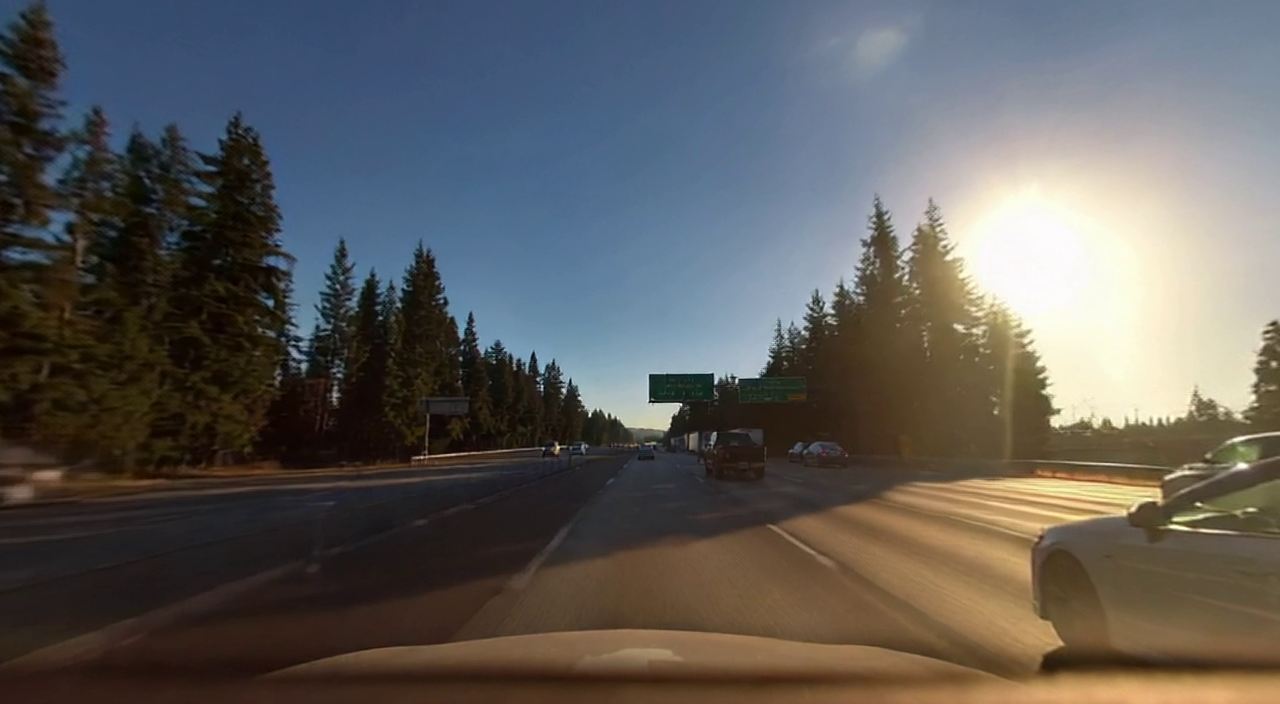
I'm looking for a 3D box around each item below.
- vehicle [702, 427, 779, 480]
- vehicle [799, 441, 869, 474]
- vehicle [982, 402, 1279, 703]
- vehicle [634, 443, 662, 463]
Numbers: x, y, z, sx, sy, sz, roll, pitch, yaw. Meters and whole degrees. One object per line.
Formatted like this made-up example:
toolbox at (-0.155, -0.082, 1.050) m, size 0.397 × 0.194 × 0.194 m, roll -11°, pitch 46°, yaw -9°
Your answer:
vehicle at (3.916, 4.123, 25.637) m, size 2.206 × 1.902 × 5.460 m, roll -1°, pitch -9°, yaw 0°
vehicle at (9.425, 5.160, 30.923) m, size 2.002 × 1.500 × 4.715 m, roll -1°, pitch -9°, yaw 1°
vehicle at (3.393, 0.860, 2.019) m, size 1.904 × 1.453 × 4.789 m, roll -1°, pitch -9°, yaw 0°
vehicle at (0.613, 7.846, 48.939) m, size 2.052 × 1.472 × 4.295 m, roll -1°, pitch -9°, yaw 0°
